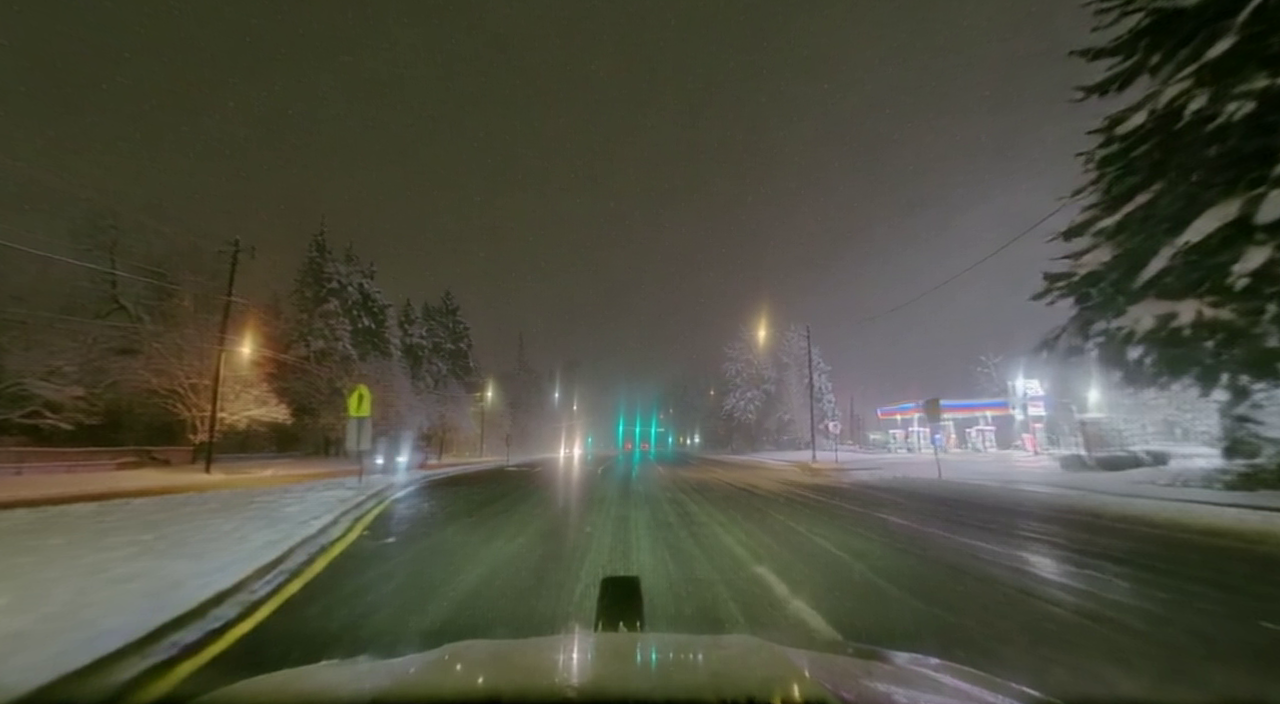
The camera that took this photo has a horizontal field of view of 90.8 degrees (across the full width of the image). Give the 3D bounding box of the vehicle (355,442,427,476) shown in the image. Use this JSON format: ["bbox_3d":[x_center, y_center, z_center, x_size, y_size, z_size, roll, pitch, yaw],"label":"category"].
[{"bbox_3d":[-11.902,5.126,30.506,1.725,1.507,4.251,0,-8,1],"label":"vehicle"}]
